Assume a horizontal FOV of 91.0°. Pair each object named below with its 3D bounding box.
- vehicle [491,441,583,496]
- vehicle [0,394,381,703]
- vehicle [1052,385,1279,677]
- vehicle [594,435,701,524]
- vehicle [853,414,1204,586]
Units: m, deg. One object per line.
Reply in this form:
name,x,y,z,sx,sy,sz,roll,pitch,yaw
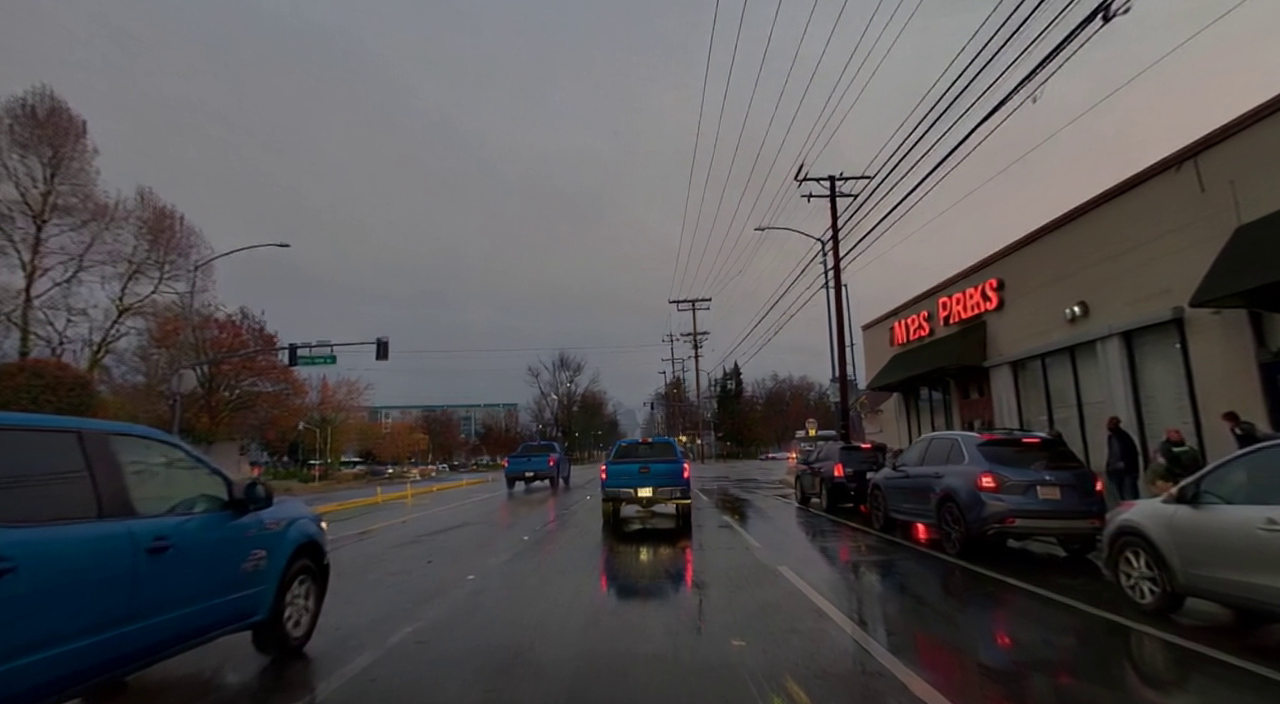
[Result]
vehicle,-3.634,4.233,23.296,2.140,1.768,5.092,0,-9,5
vehicle,-3.184,1.007,2.705,1.995,1.554,4.618,0,-9,3
vehicle,4.905,1.055,3.582,2.014,1.755,4.520,0,-9,0
vehicle,0.250,2.860,14.713,2.089,1.699,4.650,0,-9,3
vehicle,4.924,1.930,9.134,2.007,1.786,4.870,0,-9,1
